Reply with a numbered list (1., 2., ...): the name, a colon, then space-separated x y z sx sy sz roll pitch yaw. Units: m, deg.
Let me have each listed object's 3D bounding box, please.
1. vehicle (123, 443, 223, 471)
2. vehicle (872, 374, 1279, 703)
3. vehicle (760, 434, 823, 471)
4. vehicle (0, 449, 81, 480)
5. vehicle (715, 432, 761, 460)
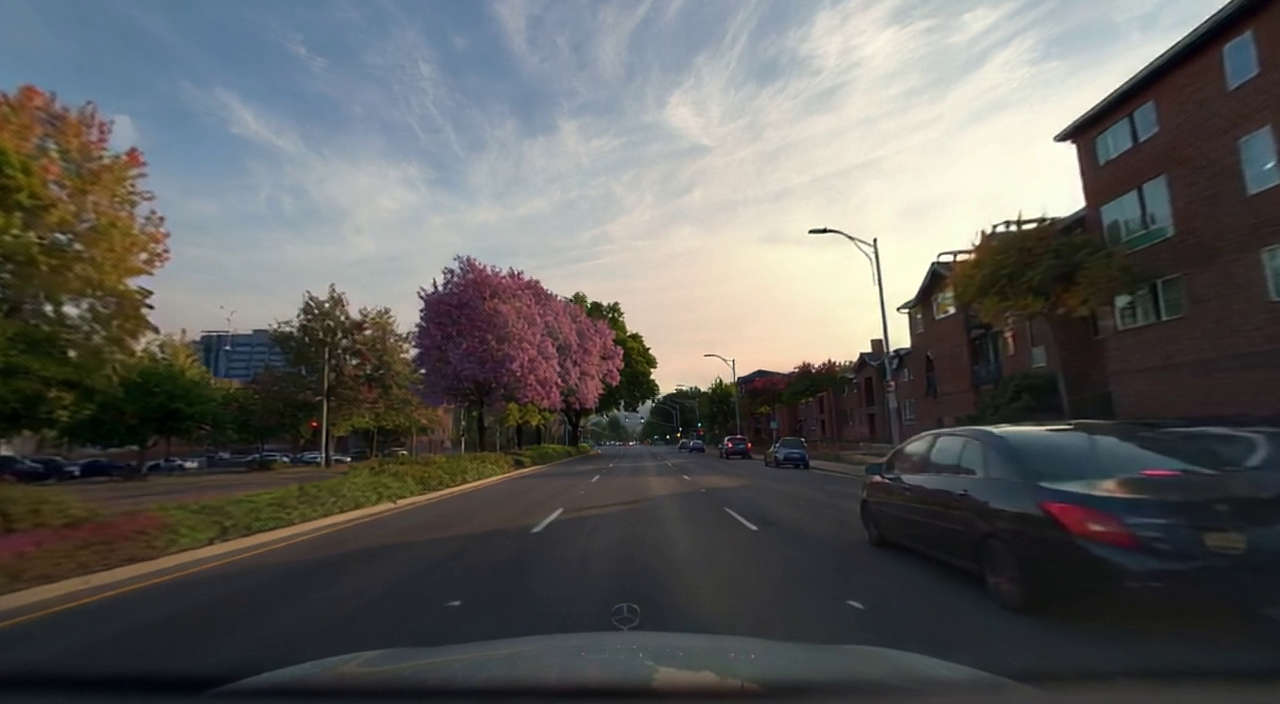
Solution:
1. vehicle: -33.620 7.564 45.599 5.605 1.774 2.197 -3 -9 3
2. vehicle: 3.687 1.207 5.174 1.984 1.580 4.413 0 -8 2
3. vehicle: 7.293 4.879 30.777 1.940 1.647 4.309 0 -8 -1
4. vehicle: -33.788 6.153 34.708 4.339 1.608 1.871 0 -8 2
5. vehicle: 7.069 6.879 46.154 2.450 1.892 5.107 0 -8 -2
